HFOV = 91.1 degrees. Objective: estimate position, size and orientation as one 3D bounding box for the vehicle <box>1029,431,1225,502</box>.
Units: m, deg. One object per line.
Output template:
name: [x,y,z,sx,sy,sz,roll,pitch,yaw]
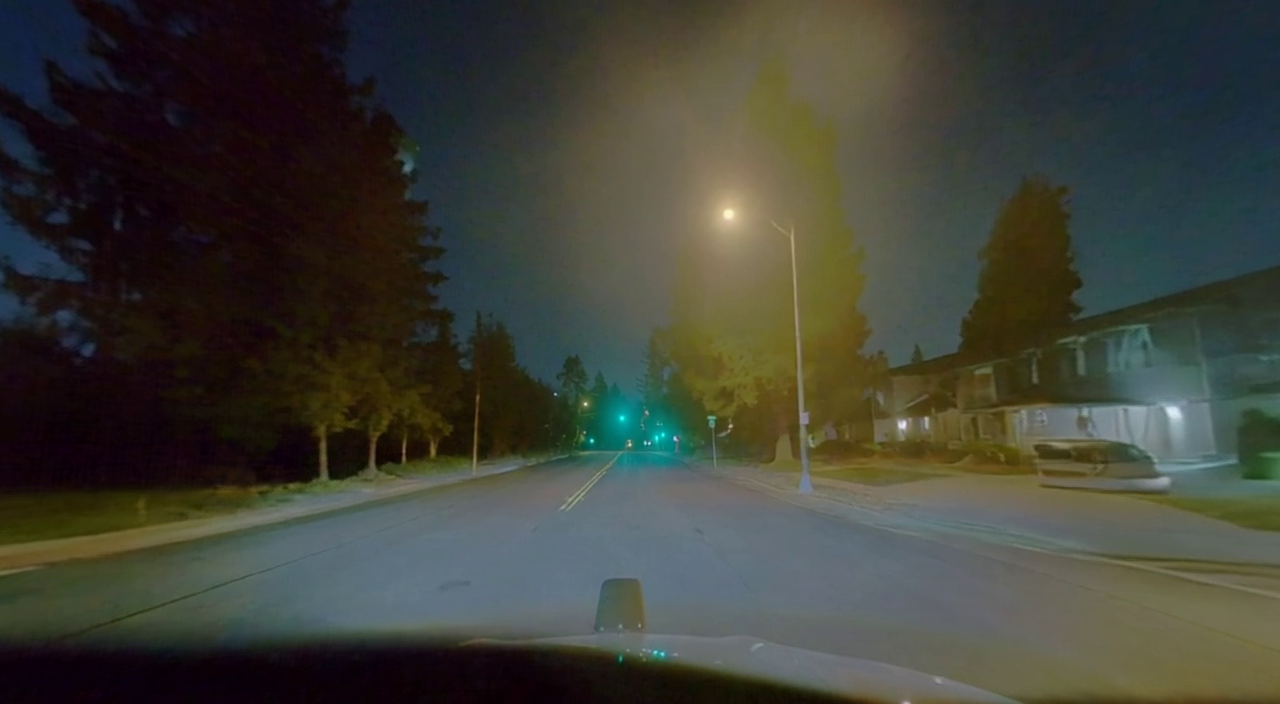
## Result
vehicle: [10.639,2.458,13.911,3.191,1.365,1.458,-6,-10,38]
